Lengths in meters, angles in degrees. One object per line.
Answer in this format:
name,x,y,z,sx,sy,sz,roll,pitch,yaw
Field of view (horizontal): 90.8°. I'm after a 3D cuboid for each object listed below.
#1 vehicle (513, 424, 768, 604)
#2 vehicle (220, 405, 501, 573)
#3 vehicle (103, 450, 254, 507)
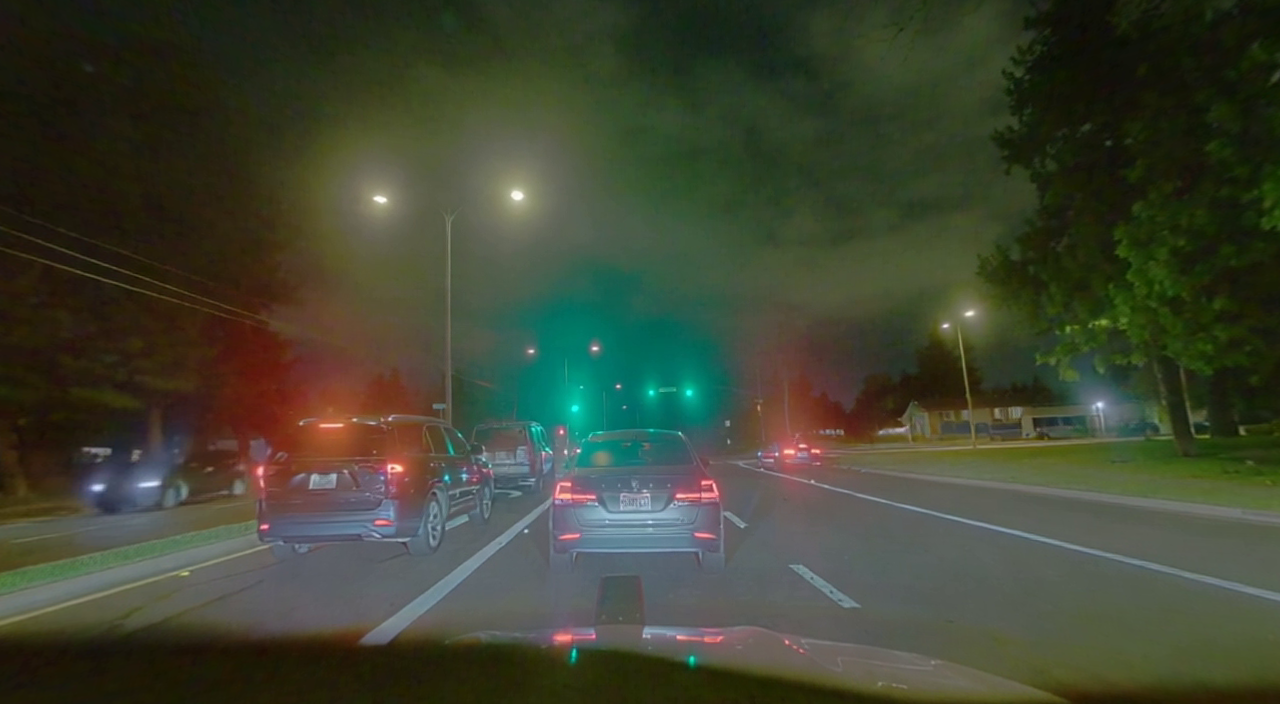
vehicle,-0.052,1.644,7.314,2.126,1.475,3.967,0,-8,-2
vehicle,-3.428,1.758,8.856,2.046,1.751,4.208,0,-8,-1
vehicle,-14.326,3.900,19.950,1.792,1.570,4.043,0,-8,-2
